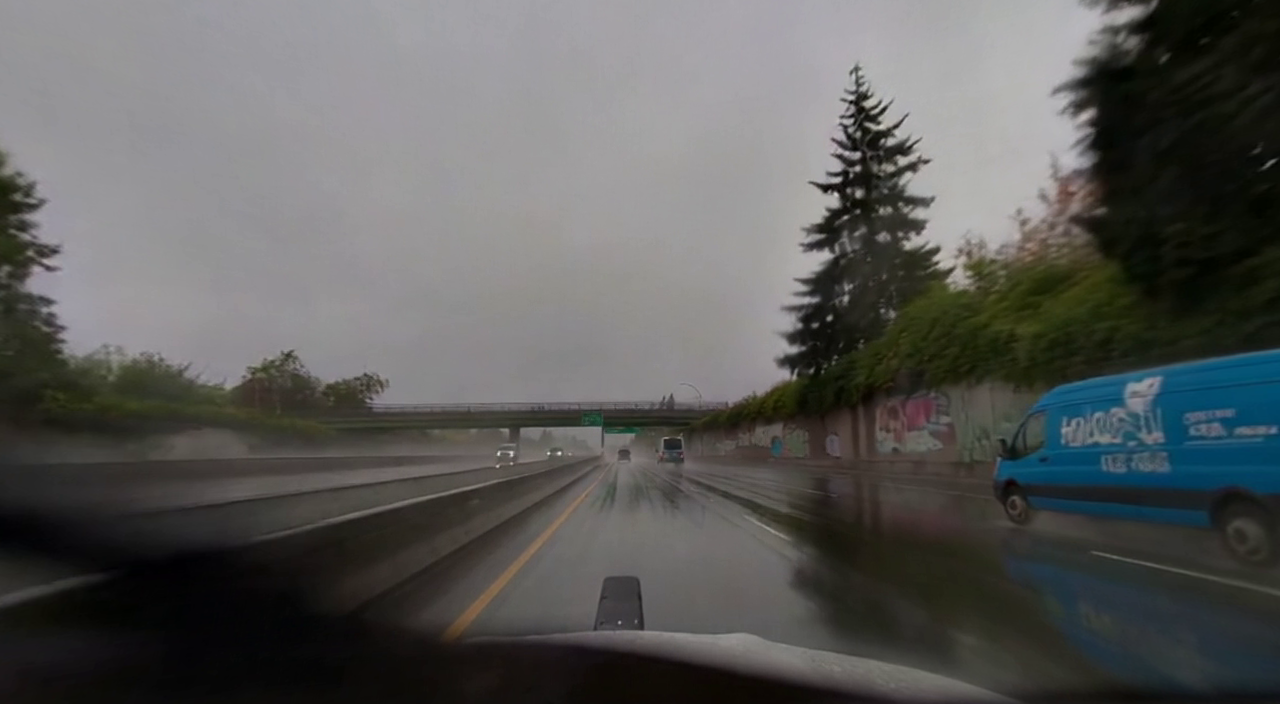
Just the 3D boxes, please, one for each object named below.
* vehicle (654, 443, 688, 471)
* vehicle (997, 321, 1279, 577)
[{"bbox_3d":[2.205,7.666,46.109,2.007,1.943,5.010,0,-9,-2],"label":"vehicle"},{"bbox_3d":[7.765,1.312,8.559,2.283,2.631,5.719,0,-9,-1],"label":"vehicle"}]
